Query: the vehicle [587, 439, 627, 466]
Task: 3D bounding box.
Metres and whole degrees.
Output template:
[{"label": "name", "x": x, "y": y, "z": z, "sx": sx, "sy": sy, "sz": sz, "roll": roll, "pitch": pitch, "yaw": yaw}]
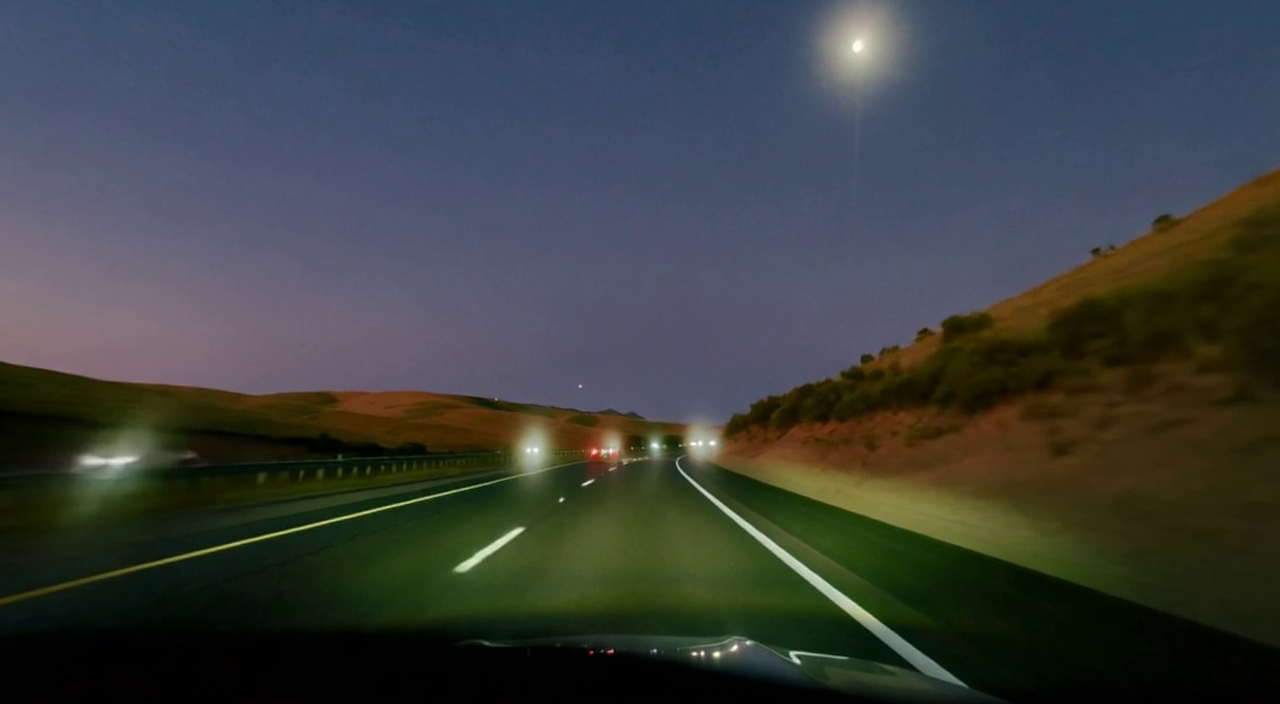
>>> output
[{"label": "vehicle", "x": -2.177, "y": 6.836, "z": 43.210, "sx": 2.252, "sy": 1.743, "sz": 4.560, "roll": -1, "pitch": -8, "yaw": 3}]
